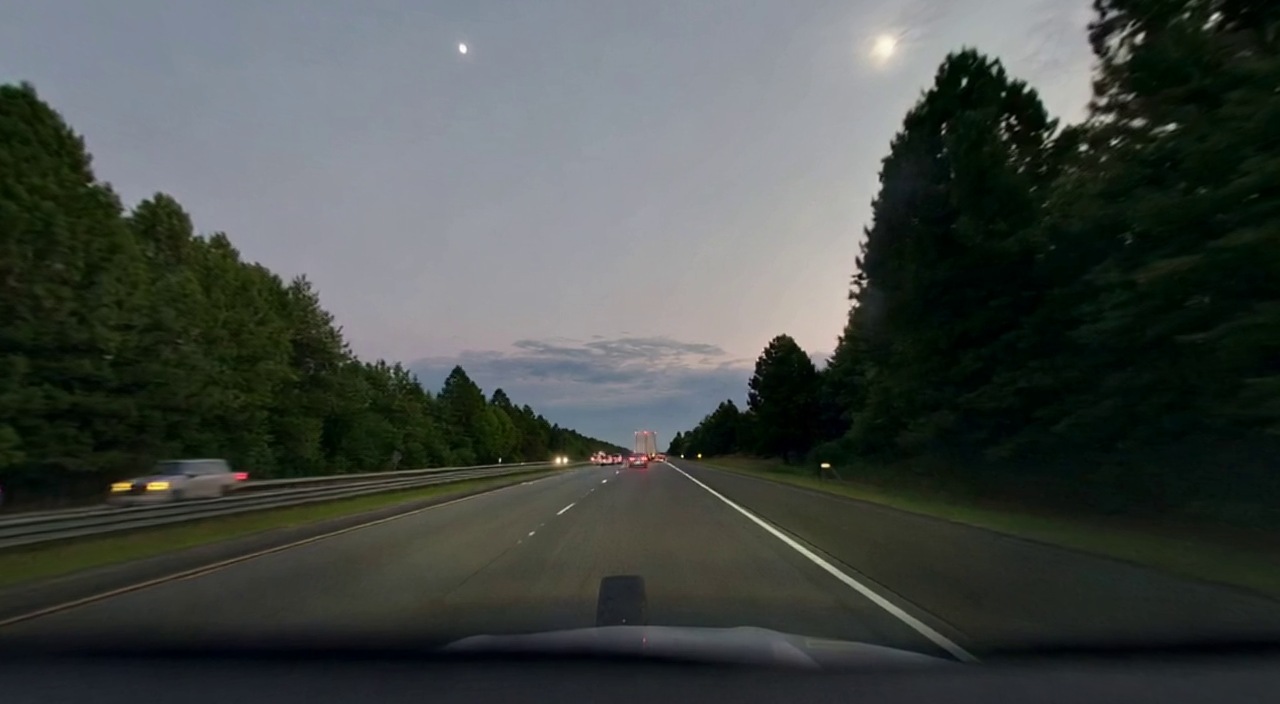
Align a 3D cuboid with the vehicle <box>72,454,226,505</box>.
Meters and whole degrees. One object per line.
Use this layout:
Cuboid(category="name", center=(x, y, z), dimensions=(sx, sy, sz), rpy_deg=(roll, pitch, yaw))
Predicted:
Cuboid(category="vehicle", center=(-15.457, 3.991, 20.145), dimensions=(1.784, 1.425, 3.783), rpy_deg=(0, -9, 1))
